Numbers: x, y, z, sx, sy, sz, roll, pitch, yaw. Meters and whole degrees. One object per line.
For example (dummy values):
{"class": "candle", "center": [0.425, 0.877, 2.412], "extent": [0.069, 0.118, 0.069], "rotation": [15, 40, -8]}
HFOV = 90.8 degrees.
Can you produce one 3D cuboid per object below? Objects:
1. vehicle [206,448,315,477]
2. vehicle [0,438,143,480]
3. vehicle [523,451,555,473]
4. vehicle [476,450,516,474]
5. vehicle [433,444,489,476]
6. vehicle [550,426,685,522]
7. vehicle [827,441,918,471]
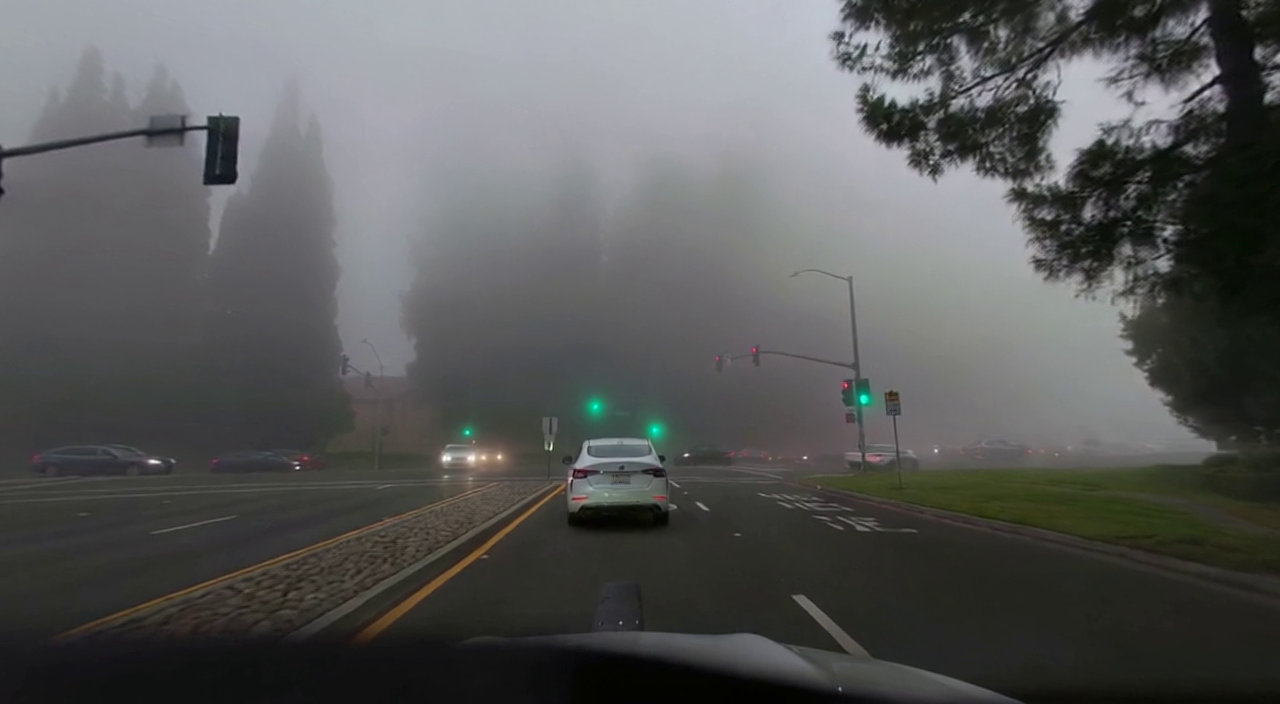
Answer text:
{"class": "vehicle", "center": [-20.044, 5.862, 33.609], "extent": [4.548, 1.449, 1.802], "rotation": [2, -8, -13]}
{"class": "vehicle", "center": [-25.747, 4.770, 28.351], "extent": [4.877, 1.754, 1.978], "rotation": [2, -8, -13]}
{"class": "vehicle", "center": [-7.402, 8.088, 46.732], "extent": [2.077, 1.449, 4.838], "rotation": [1, -8, -6]}
{"class": "vehicle", "center": [-10.259, 7.895, 45.420], "extent": [2.078, 1.534, 4.646], "rotation": [1, -8, -4]}
{"class": "vehicle", "center": [-9.044, 5.473, 32.331], "extent": [2.073, 1.459, 4.495], "rotation": [1, -8, -7]}
{"class": "vehicle", "center": [-0.371, 2.221, 12.086], "extent": [2.112, 1.479, 4.264], "rotation": [0, -8, -1]}
{"class": "vehicle", "center": [12.452, 5.522, 33.776], "extent": [4.601, 1.485, 1.929], "rotation": [4, -9, -27]}
